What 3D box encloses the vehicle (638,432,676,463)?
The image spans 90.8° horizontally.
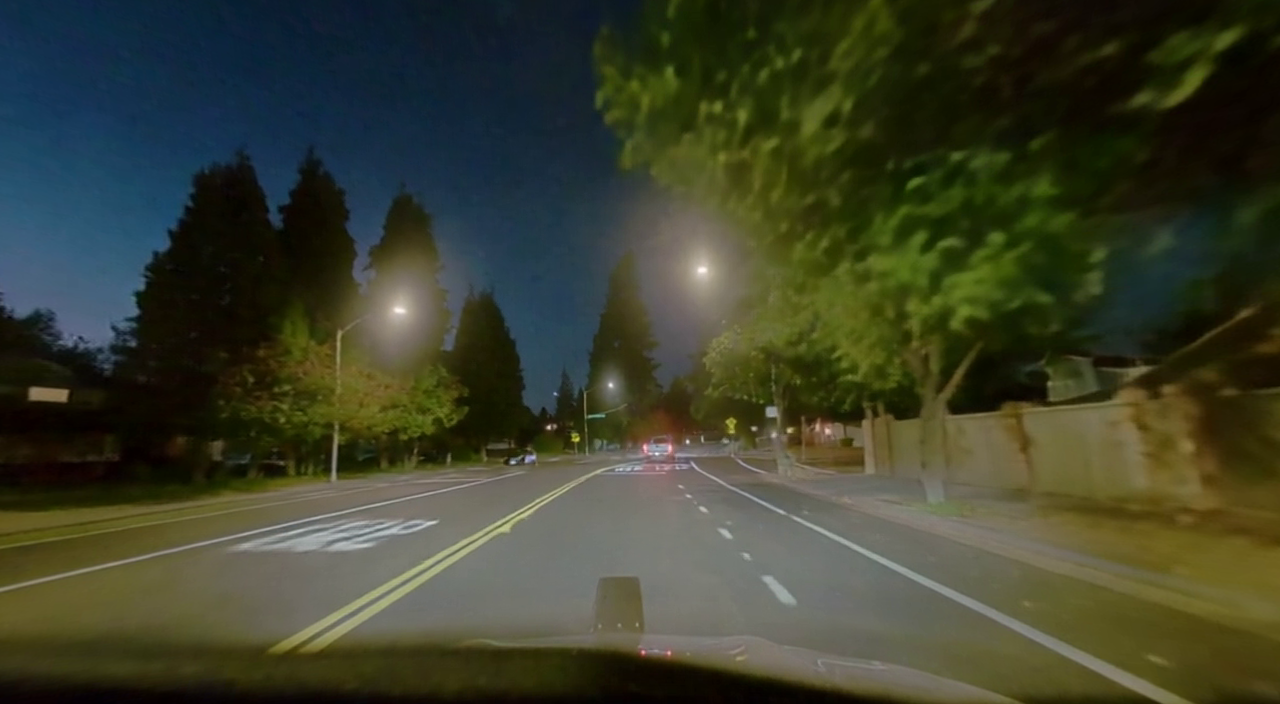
[{"bbox_3d":[1.200,6.324,41.964,2.153,1.942,4.767,-1,-8,6],"label":"vehicle"}]

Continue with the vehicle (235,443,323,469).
[{"bbox_3d":[-25.774,7.447,45.271,4.975,1.732,2.165,2,-9,-13],"label":"vehicle"}]
